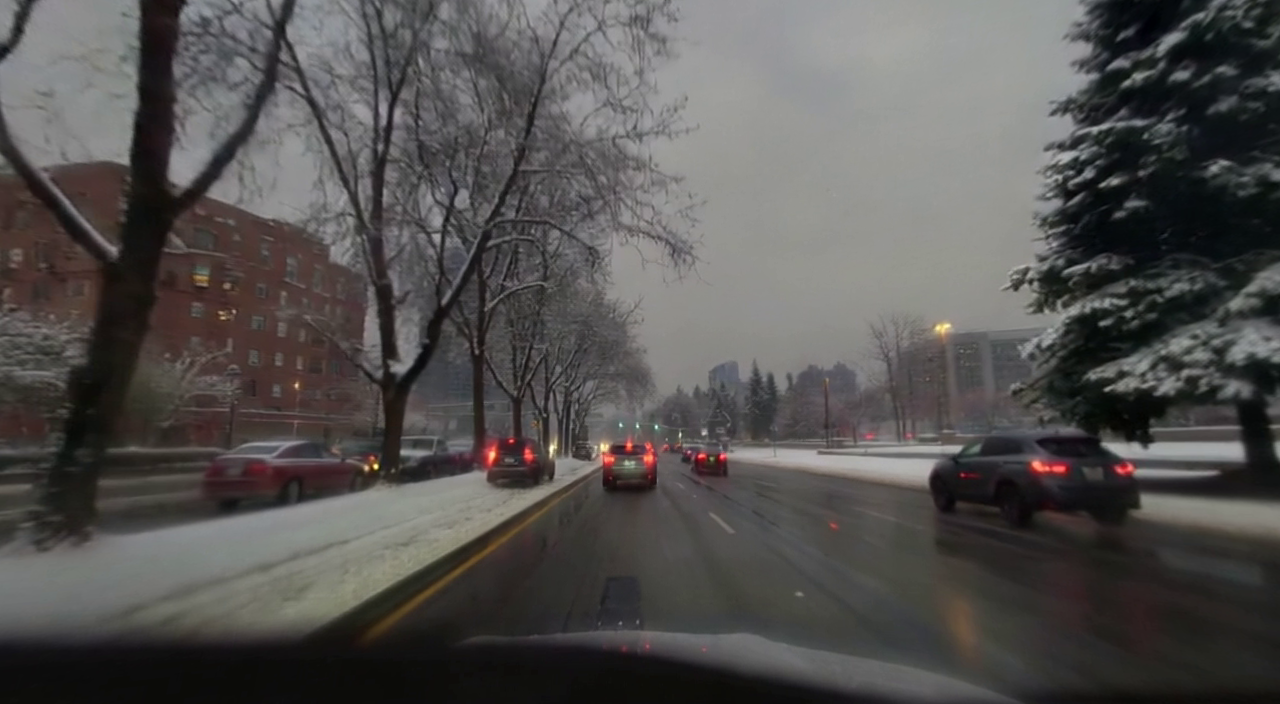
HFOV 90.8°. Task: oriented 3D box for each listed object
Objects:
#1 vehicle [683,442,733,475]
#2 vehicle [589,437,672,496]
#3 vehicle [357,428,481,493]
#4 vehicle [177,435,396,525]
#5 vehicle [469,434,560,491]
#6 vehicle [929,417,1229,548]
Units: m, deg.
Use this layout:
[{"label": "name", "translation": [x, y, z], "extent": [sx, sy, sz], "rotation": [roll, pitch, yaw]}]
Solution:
[{"label": "vehicle", "translation": [3.257, 5.208, 31.043], "extent": [1.905, 1.473, 4.183], "rotation": [0, -9, -2]}, {"label": "vehicle", "translation": [-0.259, 3.281, 18.477], "extent": [2.161, 1.501, 4.184], "rotation": [0, -9, 0]}, {"label": "vehicle", "translation": [-6.787, 3.415, 20.225], "extent": [1.864, 1.737, 5.689], "rotation": [-1, -9, 1]}, {"label": "vehicle", "translation": [-6.858, 2.510, 13.001], "extent": [1.877, 1.493, 4.624], "rotation": [0, -9, -1]}, {"label": "vehicle", "translation": [-3.870, 3.499, 20.328], "extent": [2.009, 1.619, 4.376], "rotation": [0, -9, 1]}, {"label": "vehicle", "translation": [6.670, 2.009, 10.334], "extent": [1.889, 1.681, 4.120], "rotation": [0, -9, 0]}]
